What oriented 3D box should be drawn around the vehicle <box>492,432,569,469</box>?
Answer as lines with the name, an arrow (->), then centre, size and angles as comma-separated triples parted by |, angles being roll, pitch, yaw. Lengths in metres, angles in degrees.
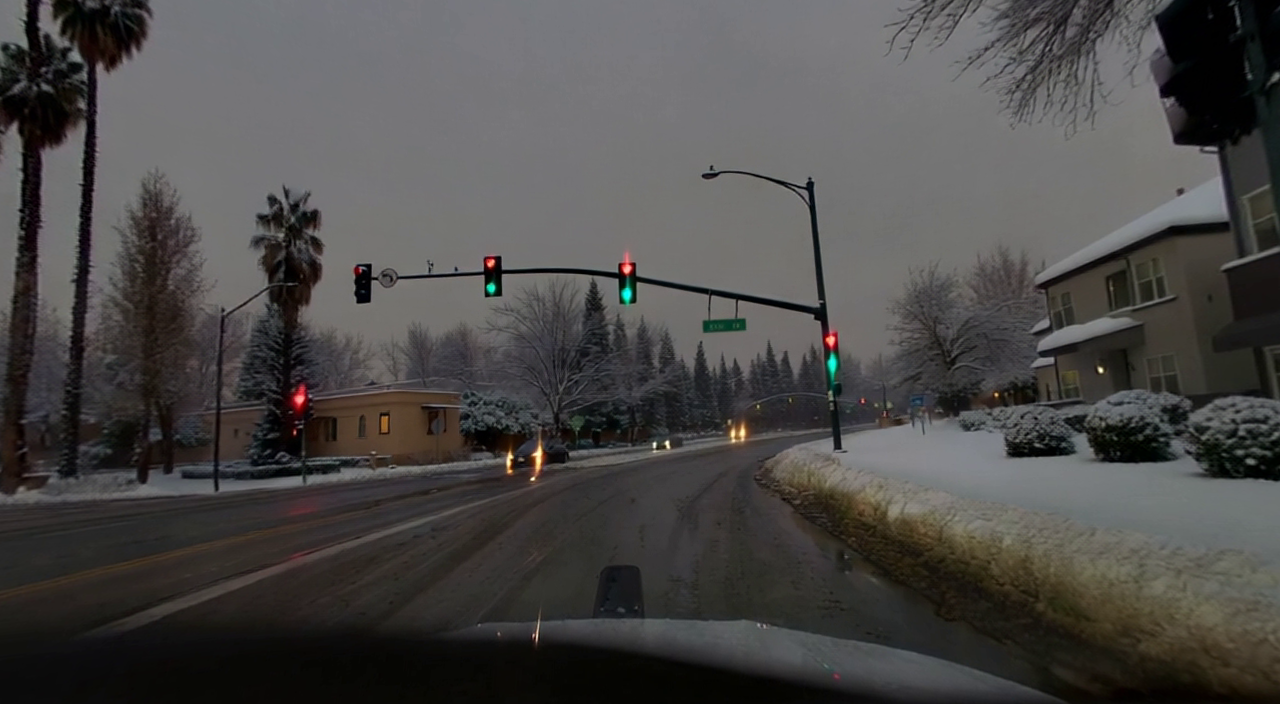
vehicle -> -5.716, 5.234, 33.622 | 2.181, 1.792, 4.648 | -3, -9, 16
